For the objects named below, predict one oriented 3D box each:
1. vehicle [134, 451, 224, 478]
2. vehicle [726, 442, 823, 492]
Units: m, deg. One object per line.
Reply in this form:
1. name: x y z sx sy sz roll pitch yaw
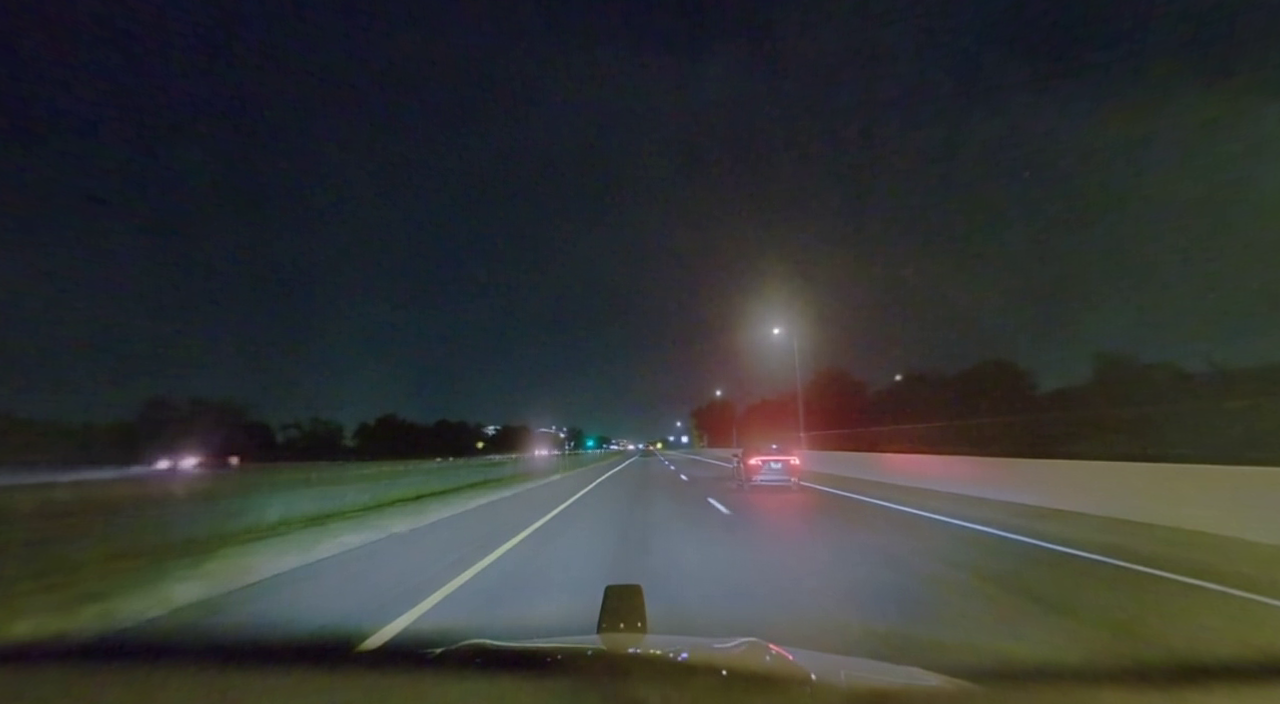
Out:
1. vehicle: -28.877 7.035 39.525 1.906 1.518 4.817 0 -8 1
2. vehicle: 4.125 3.588 20.062 2.124 1.405 4.398 0 -8 0
